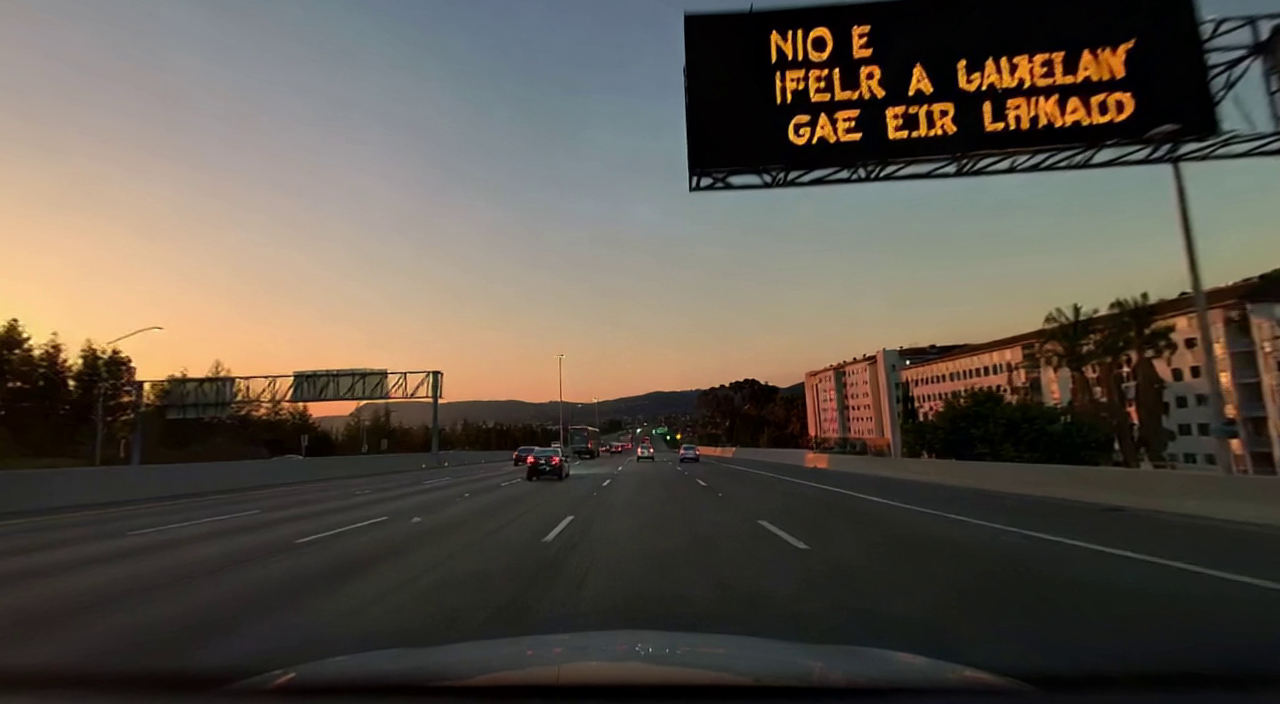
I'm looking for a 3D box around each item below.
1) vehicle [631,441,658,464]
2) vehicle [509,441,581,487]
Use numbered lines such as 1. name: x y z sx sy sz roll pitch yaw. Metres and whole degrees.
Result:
1. vehicle: 0.309 7.937 49.826 2.021 1.666 4.108 0 -9 0
2. vehicle: -3.646 4.409 25.077 2.195 1.630 4.336 0 -9 0
